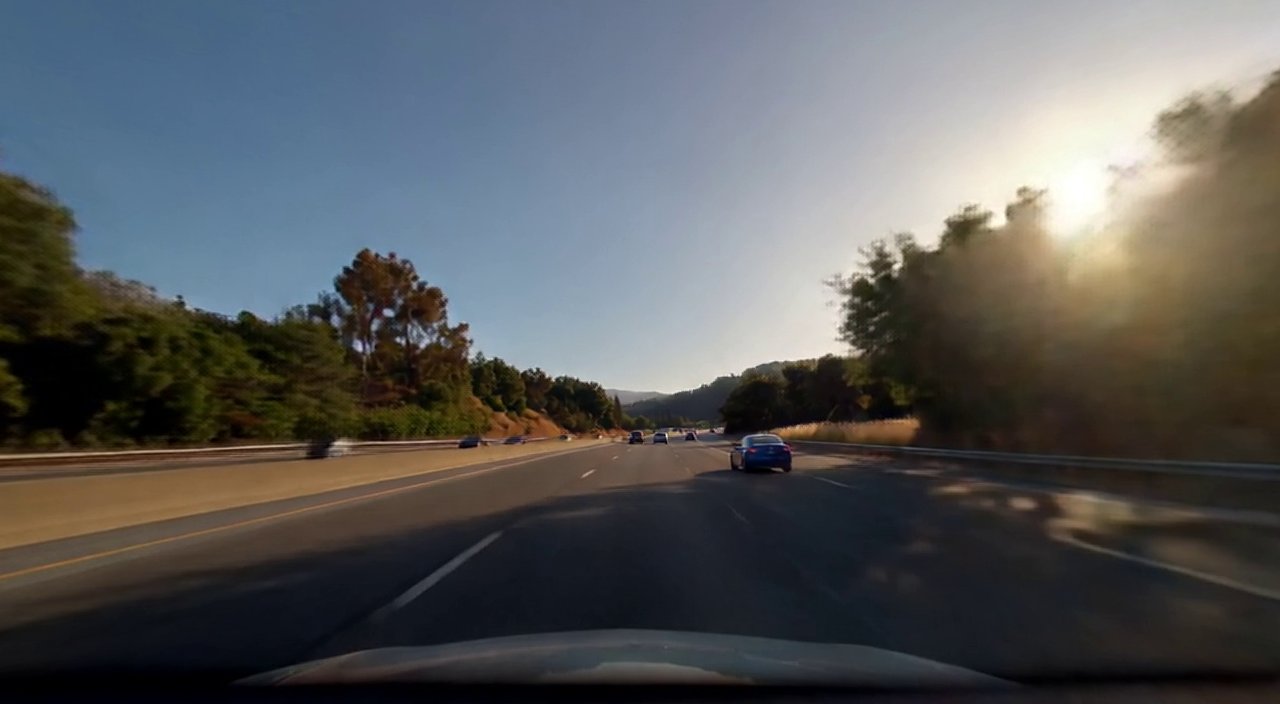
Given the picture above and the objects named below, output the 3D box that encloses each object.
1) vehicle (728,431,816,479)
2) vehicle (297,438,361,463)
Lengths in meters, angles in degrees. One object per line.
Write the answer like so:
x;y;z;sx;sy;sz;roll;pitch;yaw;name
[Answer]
4.312;3.430;21.308;1.982;1.452;4.294;0;-8;-1;vehicle
-19.631;6.192;39.850;1.882;1.495;4.059;0;-8;2;vehicle
